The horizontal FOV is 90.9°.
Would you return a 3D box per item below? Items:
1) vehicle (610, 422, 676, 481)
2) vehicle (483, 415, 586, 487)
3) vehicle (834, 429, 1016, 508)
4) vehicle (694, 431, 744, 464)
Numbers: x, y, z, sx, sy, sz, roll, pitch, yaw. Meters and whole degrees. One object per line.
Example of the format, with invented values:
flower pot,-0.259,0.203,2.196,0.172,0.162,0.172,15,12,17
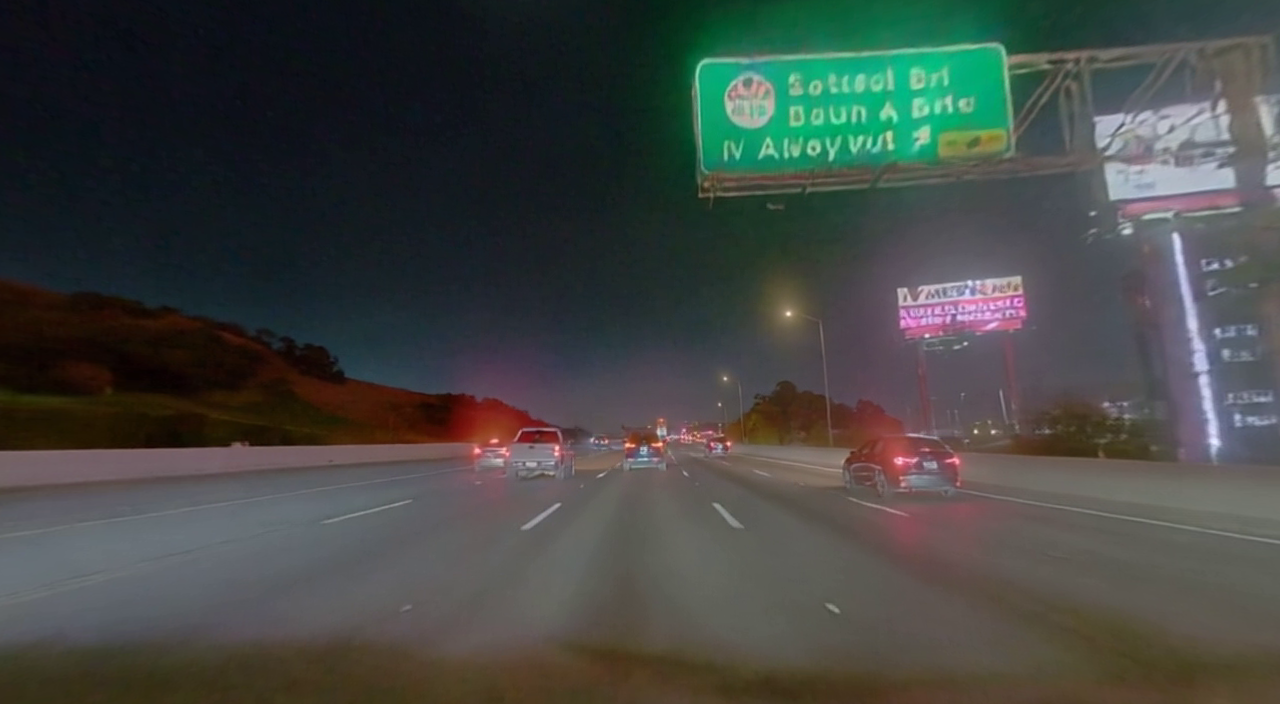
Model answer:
vehicle,0.125,3.400,21.681,2.052,1.808,3.898,-1,-8,1
vehicle,-3.203,3.209,20.604,2.316,1.999,5.765,0,-8,1
vehicle,6.048,2.515,14.092,1.998,1.456,4.338,0,-8,-1
vehicle,4.438,5.473,36.181,2.067,1.775,4.372,0,-8,-3
